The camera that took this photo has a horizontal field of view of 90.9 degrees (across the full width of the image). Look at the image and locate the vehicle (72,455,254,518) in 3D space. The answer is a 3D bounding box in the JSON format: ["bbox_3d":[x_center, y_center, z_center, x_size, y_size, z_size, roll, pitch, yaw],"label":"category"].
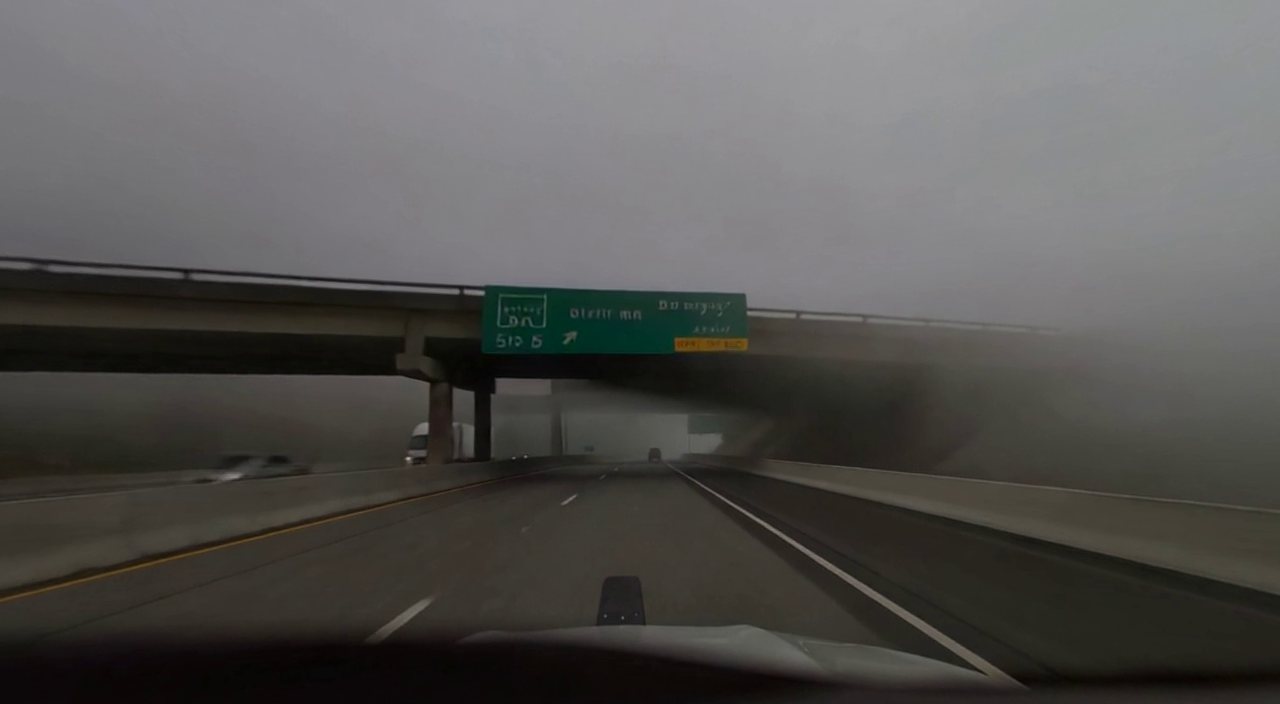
[{"bbox_3d":[-12.751,3.584,17.226,1.868,1.451,3.891,0,-9,1],"label":"vehicle"}]

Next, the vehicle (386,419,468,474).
[{"bbox_3d":[-16.459,7.455,49.643,2.898,3.875,9.397,0,-9,1],"label":"vehicle"}]
